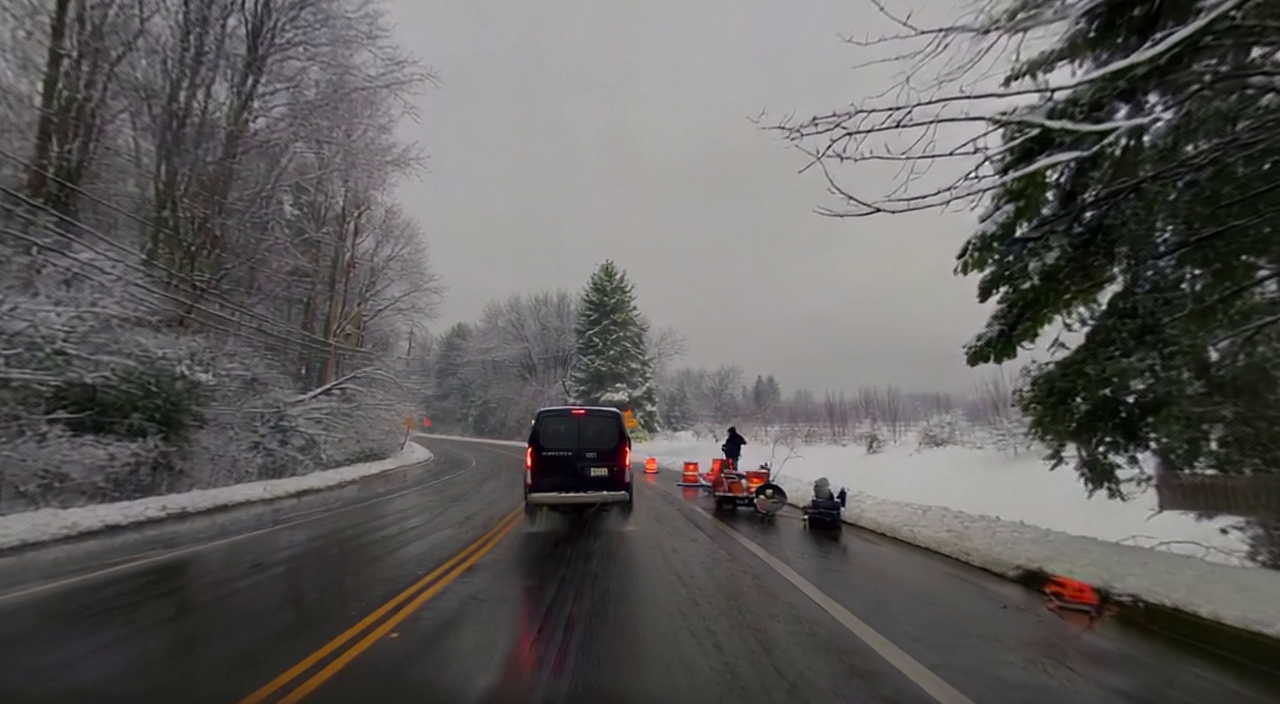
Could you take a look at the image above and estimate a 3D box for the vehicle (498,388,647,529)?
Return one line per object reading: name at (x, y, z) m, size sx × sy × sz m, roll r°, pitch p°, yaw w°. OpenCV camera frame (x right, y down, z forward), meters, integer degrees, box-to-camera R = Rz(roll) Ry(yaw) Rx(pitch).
vehicle at (-1.176, 2.066, 12.586) m, size 2.362 × 2.223 × 4.892 m, roll 0°, pitch -9°, yaw -3°
